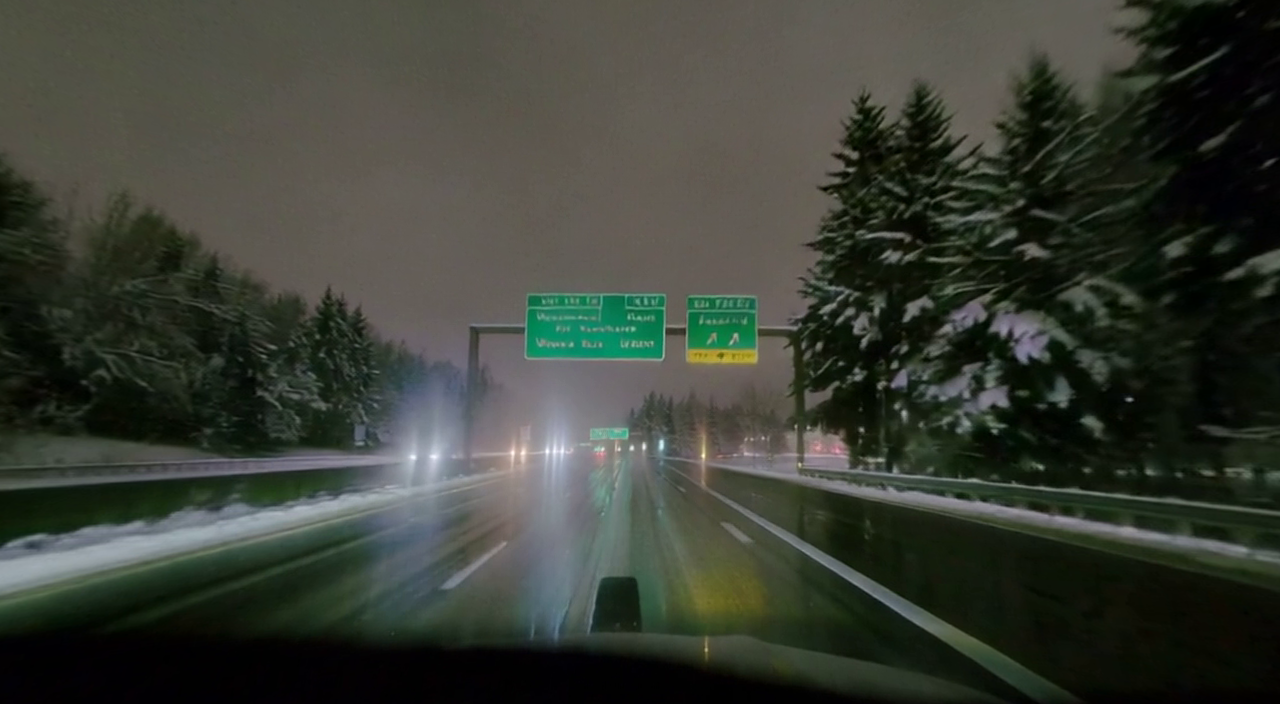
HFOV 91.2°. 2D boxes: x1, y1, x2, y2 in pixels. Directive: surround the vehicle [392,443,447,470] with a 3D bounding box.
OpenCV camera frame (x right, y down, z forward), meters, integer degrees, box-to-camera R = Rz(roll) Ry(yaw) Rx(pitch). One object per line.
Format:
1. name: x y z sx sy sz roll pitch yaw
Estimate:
1. vehicle: -12.883 6.101 36.814 1.788 1.478 3.988 0 -9 0
